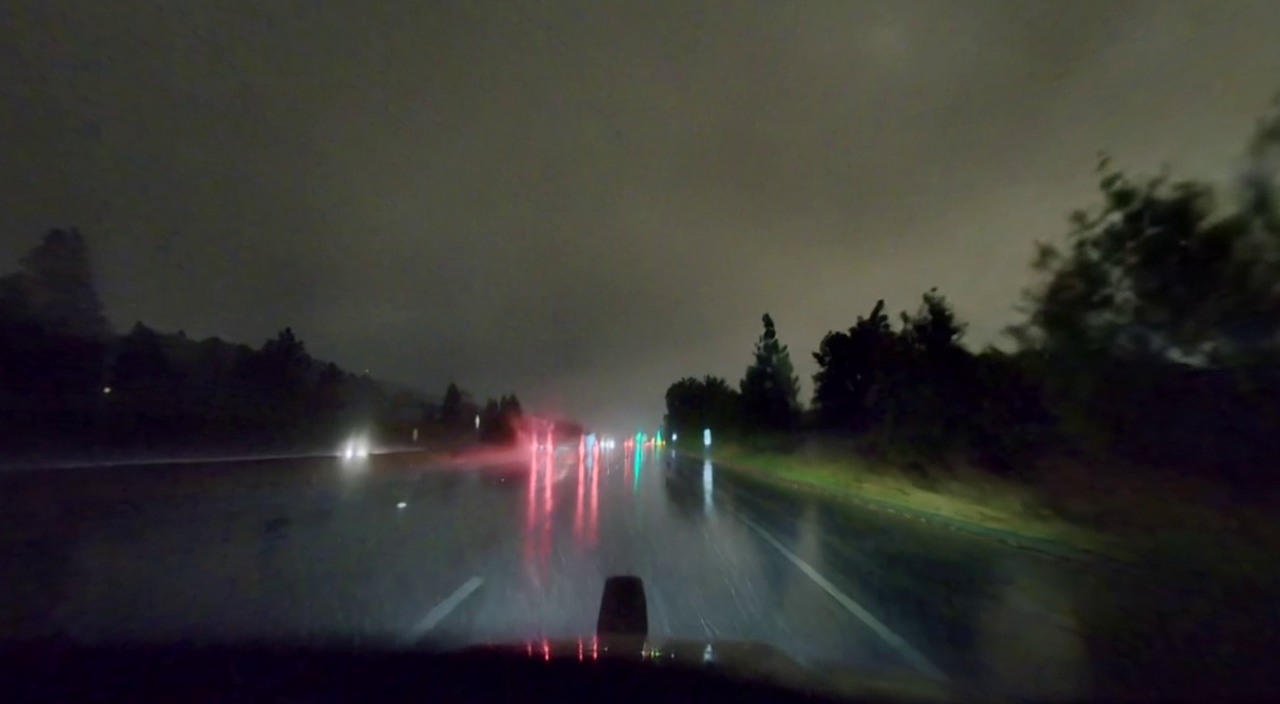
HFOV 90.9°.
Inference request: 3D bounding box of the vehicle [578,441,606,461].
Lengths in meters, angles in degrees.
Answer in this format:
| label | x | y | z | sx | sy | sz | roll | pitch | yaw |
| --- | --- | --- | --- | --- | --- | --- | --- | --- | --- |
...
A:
| label | x | y | z | sx | sy | sz | roll | pitch | yaw |
| --- | --- | --- | --- | --- | --- | --- | --- | --- | --- |
| vehicle | -3.568 | 7.470 | 47.724 | 1.786 | 1.488 | 4.023 | 0 | -8 | 0 |
